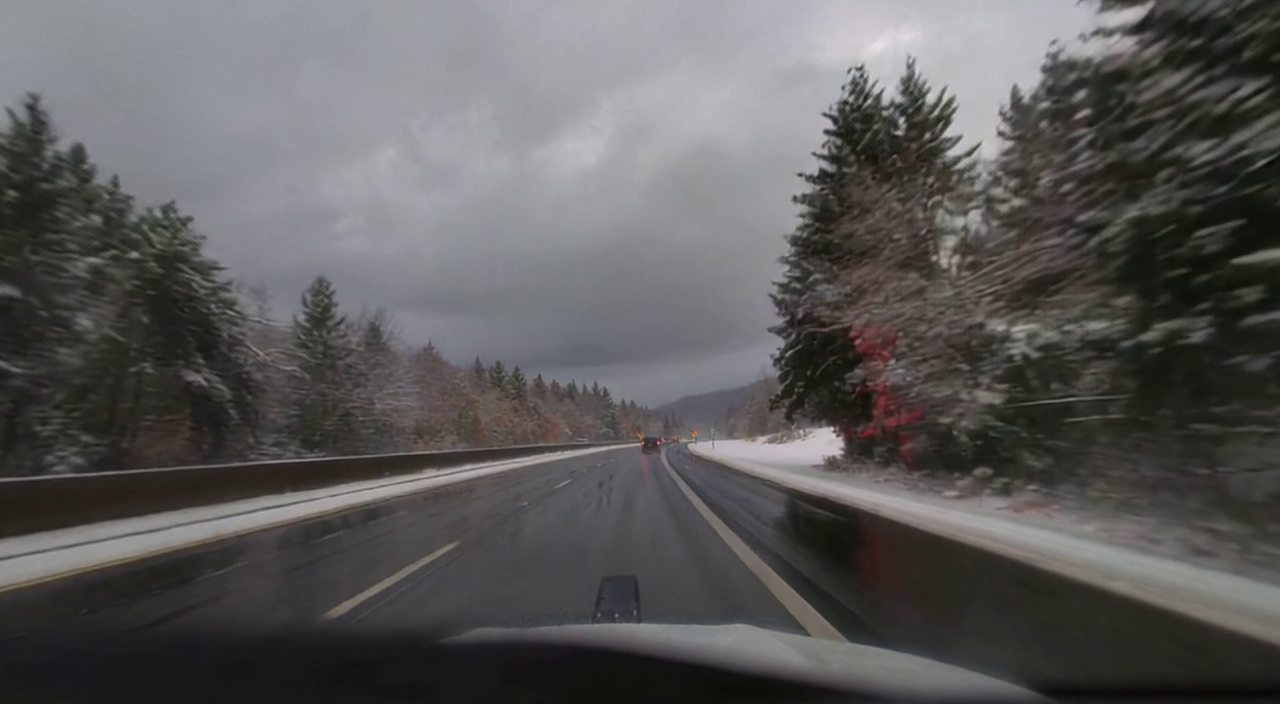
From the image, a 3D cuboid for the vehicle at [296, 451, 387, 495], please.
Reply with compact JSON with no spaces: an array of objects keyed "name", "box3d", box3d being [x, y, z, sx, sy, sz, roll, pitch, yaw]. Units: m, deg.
[{"name":"vehicle","box3d":[-10.641,4.293,22.708,1.656,1.369,3.500,-1,-8,-2]}]
